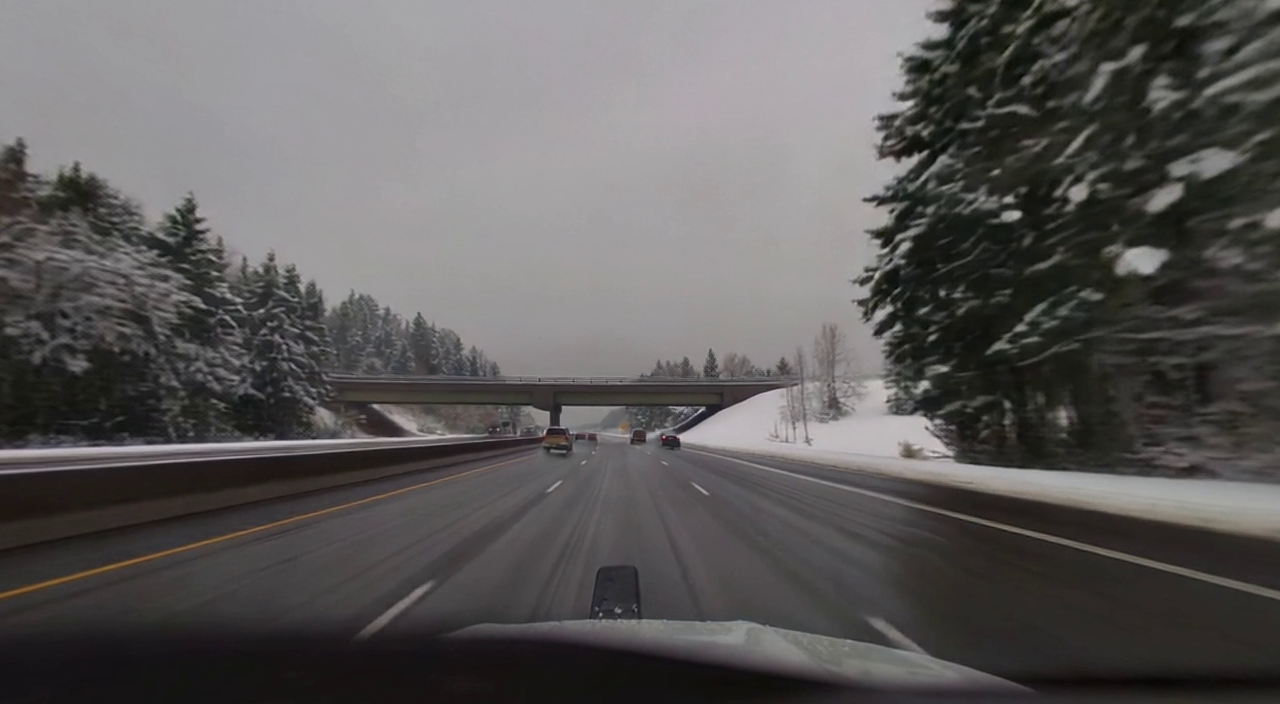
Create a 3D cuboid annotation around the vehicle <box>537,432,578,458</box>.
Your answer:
[{"bbox_3d":[-4.709,5.363,36.428,1.966,1.460,3.519,0,-8,-2],"label":"vehicle"}]
